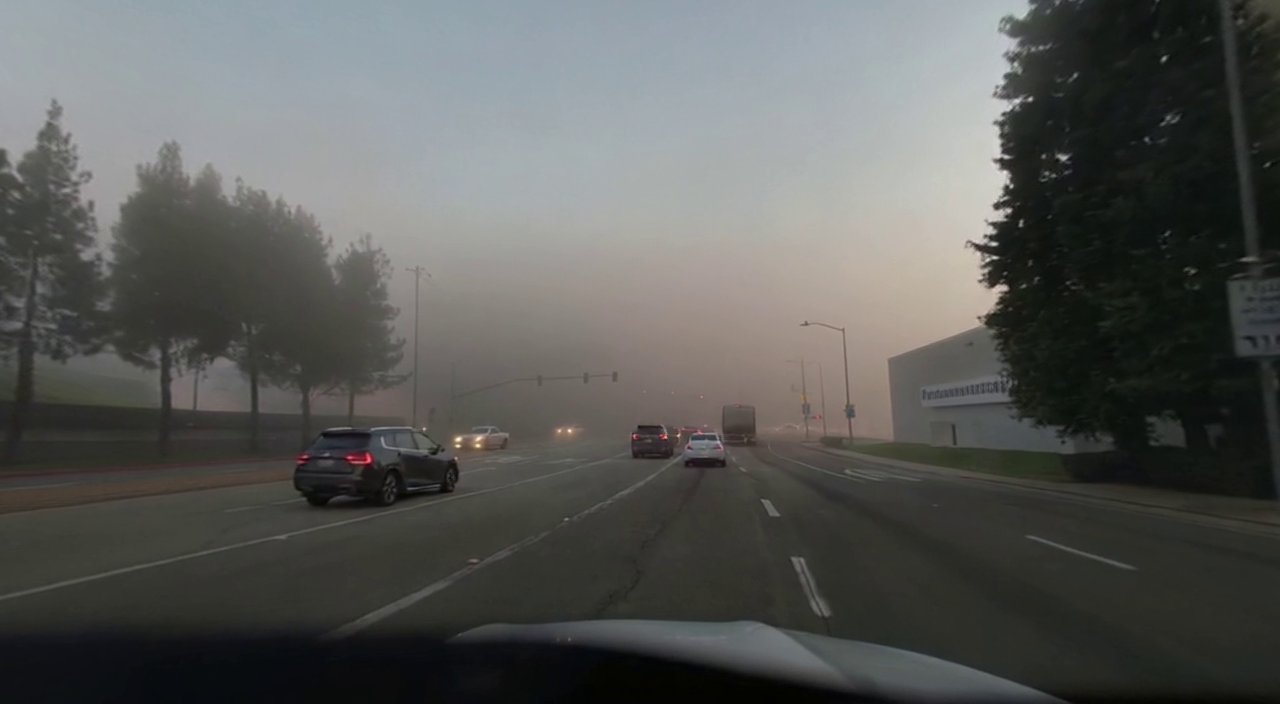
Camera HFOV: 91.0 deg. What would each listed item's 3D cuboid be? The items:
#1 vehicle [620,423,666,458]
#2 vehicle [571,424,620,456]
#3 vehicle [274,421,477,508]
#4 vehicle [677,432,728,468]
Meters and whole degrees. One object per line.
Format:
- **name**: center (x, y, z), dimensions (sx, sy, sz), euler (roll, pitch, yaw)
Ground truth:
- **vehicle**: center (0.235, 5.182, 36.744), dimensions (2.188, 1.892, 4.488), euler (-1, -9, 7)
- **vehicle**: center (-2.589, 5.297, 37.823), dimensions (2.078, 1.787, 5.006), euler (-1, -9, 6)
- **vehicle**: center (-5.211, 2.289, 13.175), dimensions (2.010, 1.515, 4.152), euler (-1, -9, 8)
- **vehicle**: center (2.935, 4.436, 28.630), dimensions (2.109, 1.500, 4.585), euler (-1, -9, 8)
